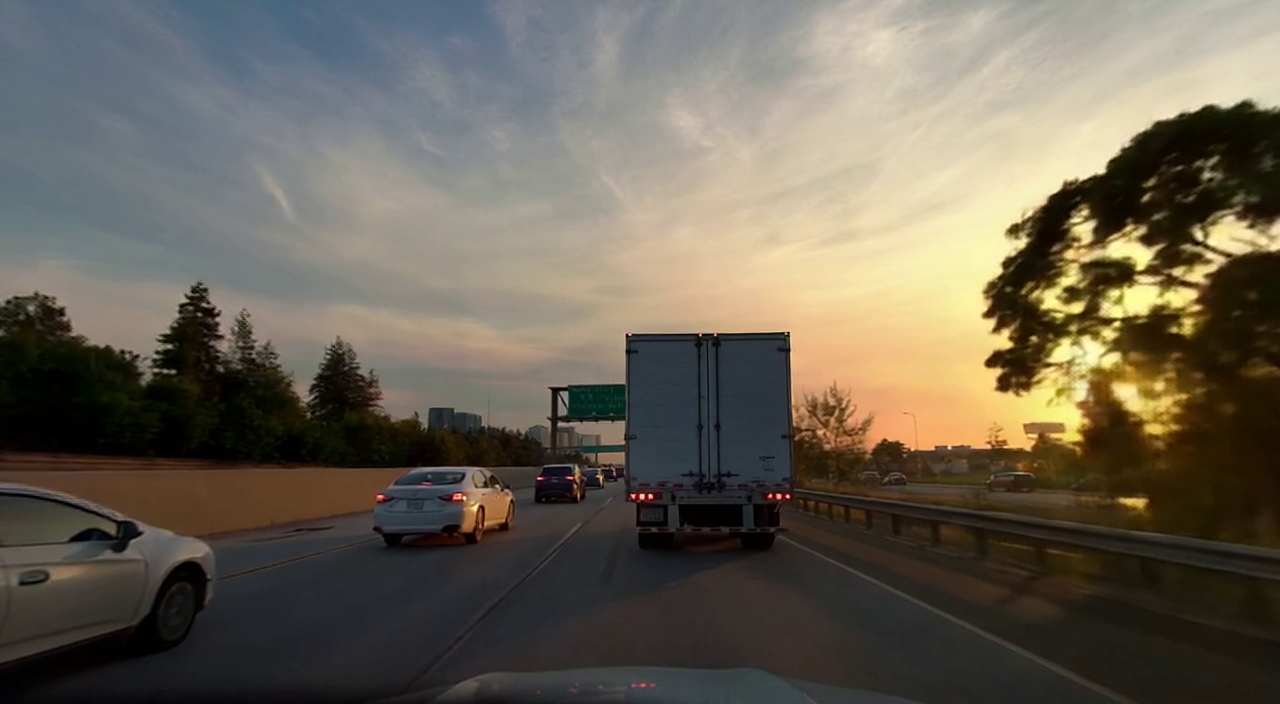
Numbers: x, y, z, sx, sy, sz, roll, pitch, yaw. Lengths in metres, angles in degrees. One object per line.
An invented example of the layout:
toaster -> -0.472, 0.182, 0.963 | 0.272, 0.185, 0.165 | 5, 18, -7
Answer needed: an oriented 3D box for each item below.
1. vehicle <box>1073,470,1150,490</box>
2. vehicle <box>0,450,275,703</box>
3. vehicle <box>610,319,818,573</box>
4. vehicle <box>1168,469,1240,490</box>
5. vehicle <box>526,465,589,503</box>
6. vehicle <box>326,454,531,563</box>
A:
vehicle -> 36.266, 9.867, 48.544 | 4.299, 1.465, 1.807 | -1, -11, 7
vehicle -> -4.223, 1.179, 3.111 | 2.043, 1.391, 4.515 | 0, -11, 1
vehicle -> 1.143, 2.049, 13.178 | 2.831, 3.529, 8.689 | 0, -11, 2
vehicle -> 43.462, 9.823, 48.578 | 3.974, 1.485, 1.709 | 1, -11, -4
vehicle -> -3.438, 5.620, 27.060 | 1.964, 1.482, 4.371 | 0, -11, 2
vehicle -> -3.430, 2.684, 11.406 | 1.983, 1.509, 4.679 | 0, -11, 1
